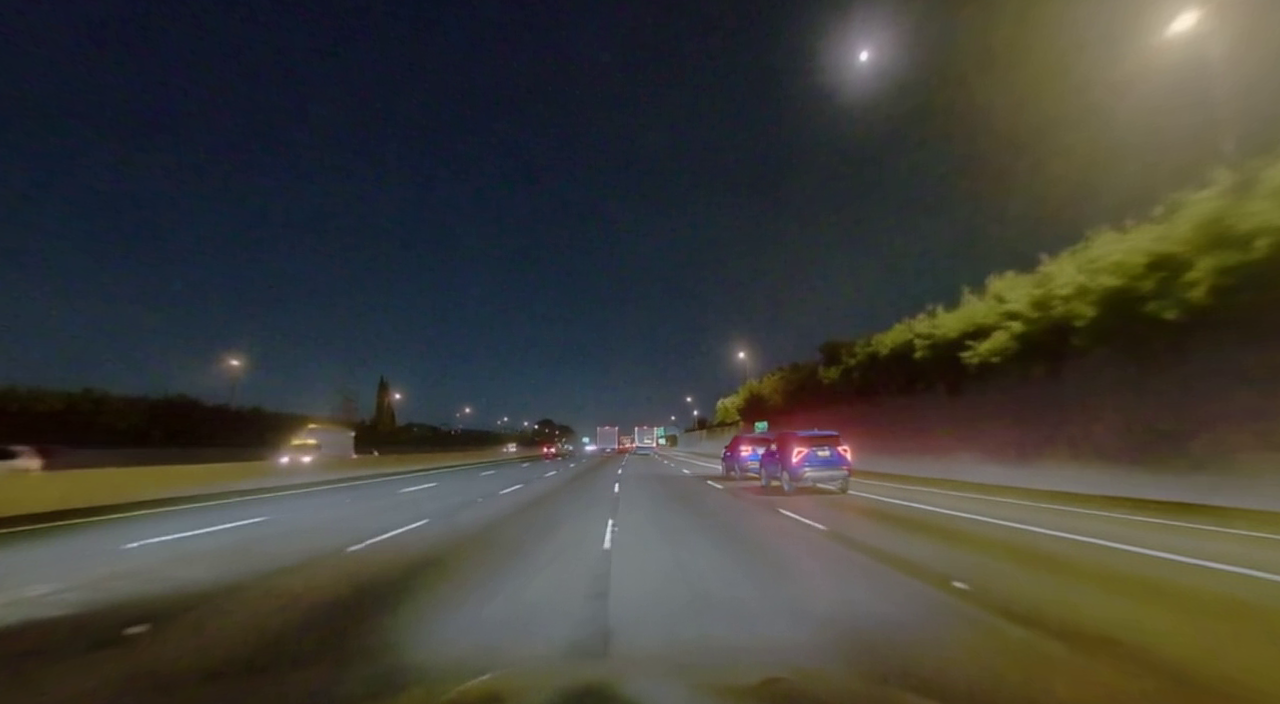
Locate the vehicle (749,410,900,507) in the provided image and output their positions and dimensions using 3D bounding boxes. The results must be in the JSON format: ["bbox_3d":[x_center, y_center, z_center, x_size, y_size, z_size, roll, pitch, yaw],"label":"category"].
[{"bbox_3d":[4.699,2.818,17.125,2.408,2.210,4.999,0,-8,-2],"label":"vehicle"}]

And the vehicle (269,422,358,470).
[{"bbox_3d":[-24.012,6.973,46.896,2.746,3.200,7.131,0,-8,0],"label":"vehicle"}]
